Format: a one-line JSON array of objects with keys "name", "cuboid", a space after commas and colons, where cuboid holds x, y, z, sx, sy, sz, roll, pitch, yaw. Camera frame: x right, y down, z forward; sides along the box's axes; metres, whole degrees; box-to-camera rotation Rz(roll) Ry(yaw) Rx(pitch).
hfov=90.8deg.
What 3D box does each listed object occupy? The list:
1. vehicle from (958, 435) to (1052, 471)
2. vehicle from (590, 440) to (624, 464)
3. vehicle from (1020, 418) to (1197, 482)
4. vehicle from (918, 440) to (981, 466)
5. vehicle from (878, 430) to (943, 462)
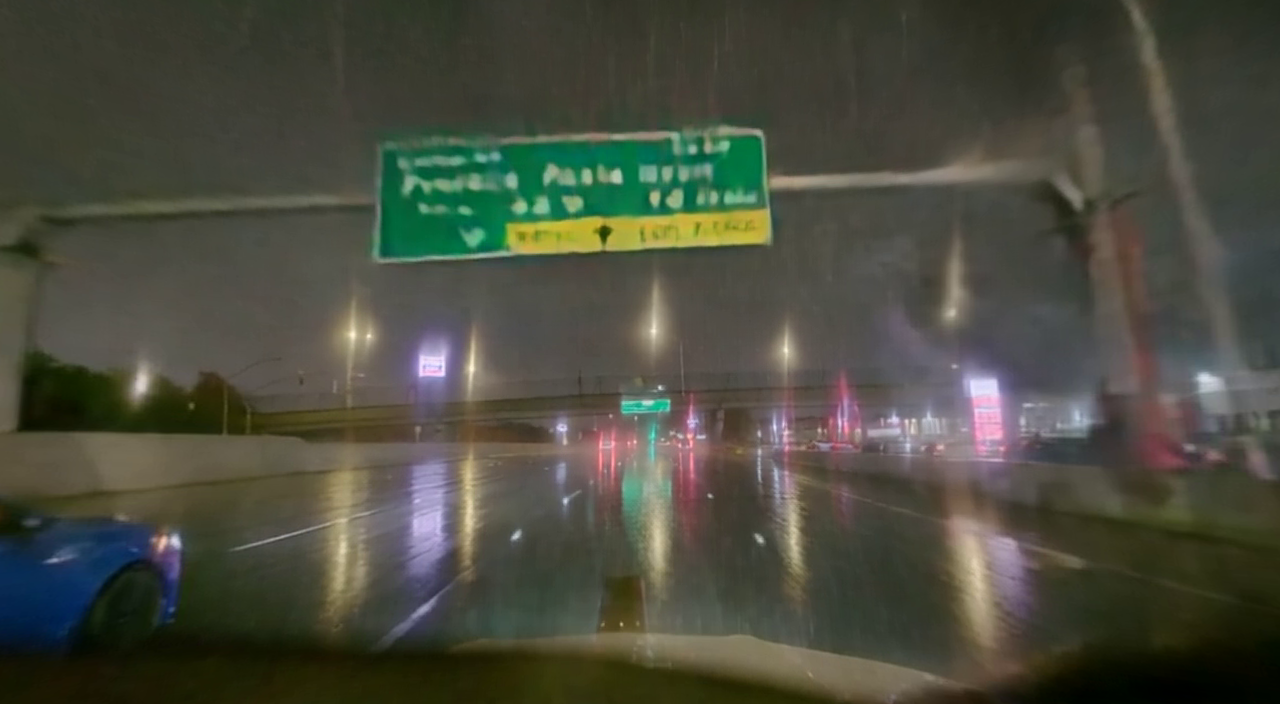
[{"name": "vehicle", "cuboid": [18.160, 5.056, 31.774, 1.889, 1.648, 5.173, -1, -8, 3]}, {"name": "vehicle", "cuboid": [-2.168, 6.745, 42.867, 1.982, 1.516, 4.327, 0, -8, 1]}, {"name": "vehicle", "cuboid": [17.837, 3.782, 24.629, 2.367, 2.187, 5.862, 0, -8, 0]}, {"name": "vehicle", "cuboid": [18.425, 6.043, 37.855, 1.712, 1.448, 4.346, -1, -8, 3]}, {"name": "vehicle", "cuboid": [18.530, 6.495, 43.580, 2.229, 2.050, 5.602, -1, -8, 3]}]
